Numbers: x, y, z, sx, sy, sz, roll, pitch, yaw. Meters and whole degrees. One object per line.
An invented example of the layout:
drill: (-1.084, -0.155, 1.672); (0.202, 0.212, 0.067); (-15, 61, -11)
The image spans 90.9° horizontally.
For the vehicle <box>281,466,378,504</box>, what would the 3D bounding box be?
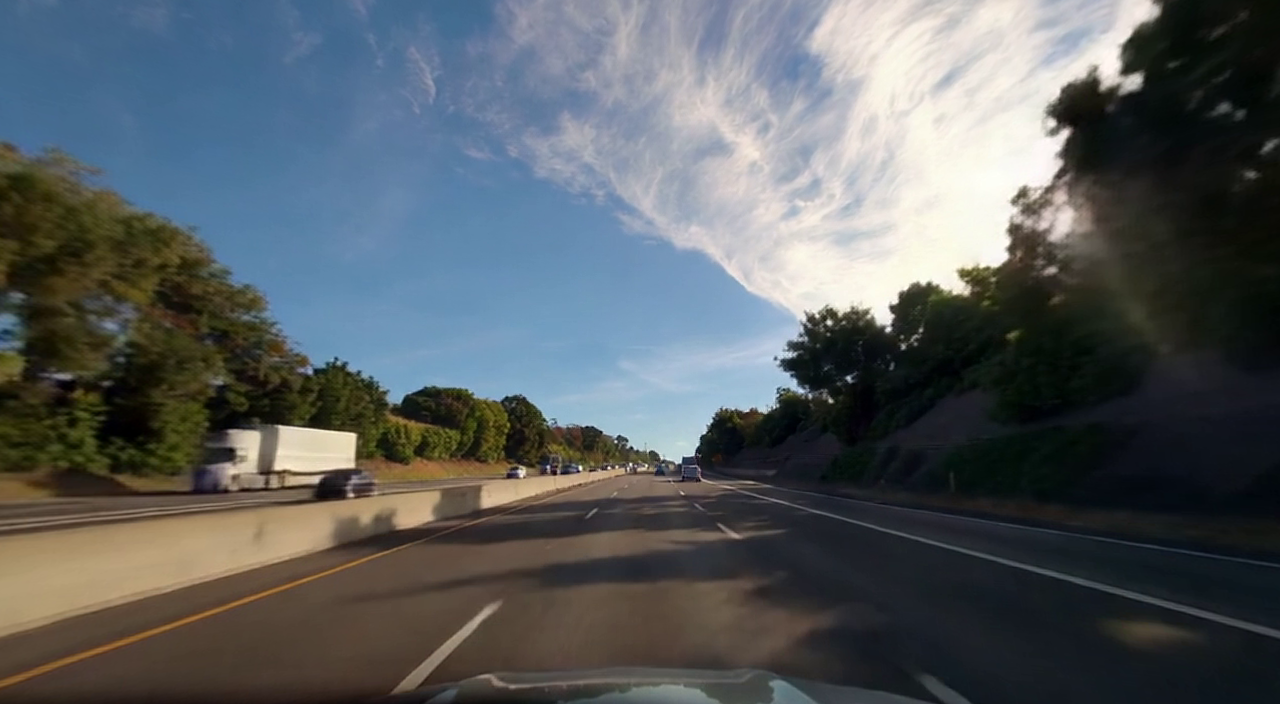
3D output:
vehicle: (-13.884, 5.957, 28.526); (2.056, 1.487, 4.517); (1, -10, 1)

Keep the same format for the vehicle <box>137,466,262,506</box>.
vehicle: (-17.625, 5.361, 25.515); (1.886, 1.412, 4.246); (1, -10, 1)

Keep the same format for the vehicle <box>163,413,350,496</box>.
vehicle: (-21.403, 6.074, 36.716); (2.933, 3.987, 12.166); (1, -10, 1)
